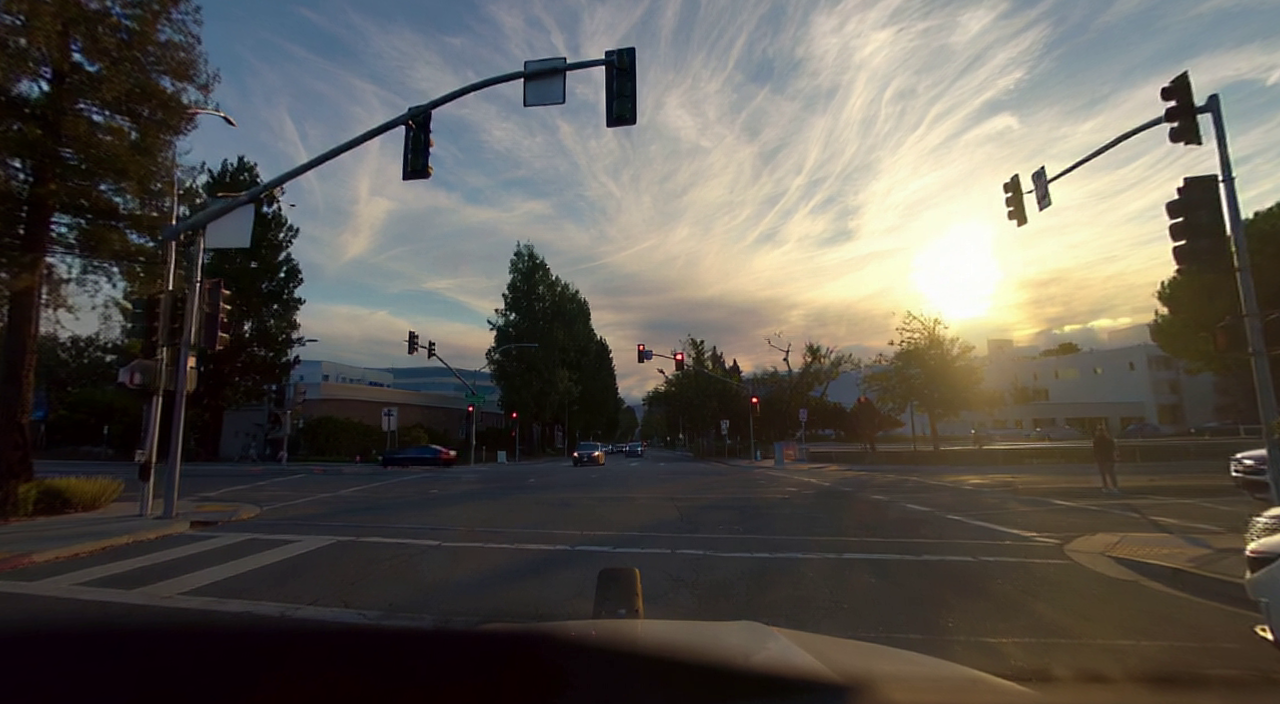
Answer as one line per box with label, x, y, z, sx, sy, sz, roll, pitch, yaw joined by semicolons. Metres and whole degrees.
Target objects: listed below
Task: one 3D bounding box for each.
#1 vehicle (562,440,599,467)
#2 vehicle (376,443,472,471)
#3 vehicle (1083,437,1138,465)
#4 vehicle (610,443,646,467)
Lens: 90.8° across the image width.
vehicle;-4.120;7.101;44.276;2.251;1.756;4.610;0;-9;-2
vehicle;-11.763;5.717;34.454;4.628;1.414;1.897;-3;-9;16
vehicle;26.958;5.658;36.147;2.092;1.474;4.046;-8;-11;40
vehicle;-0.865;6.827;41.985;2.056;1.492;3.937;1;-9;-6
